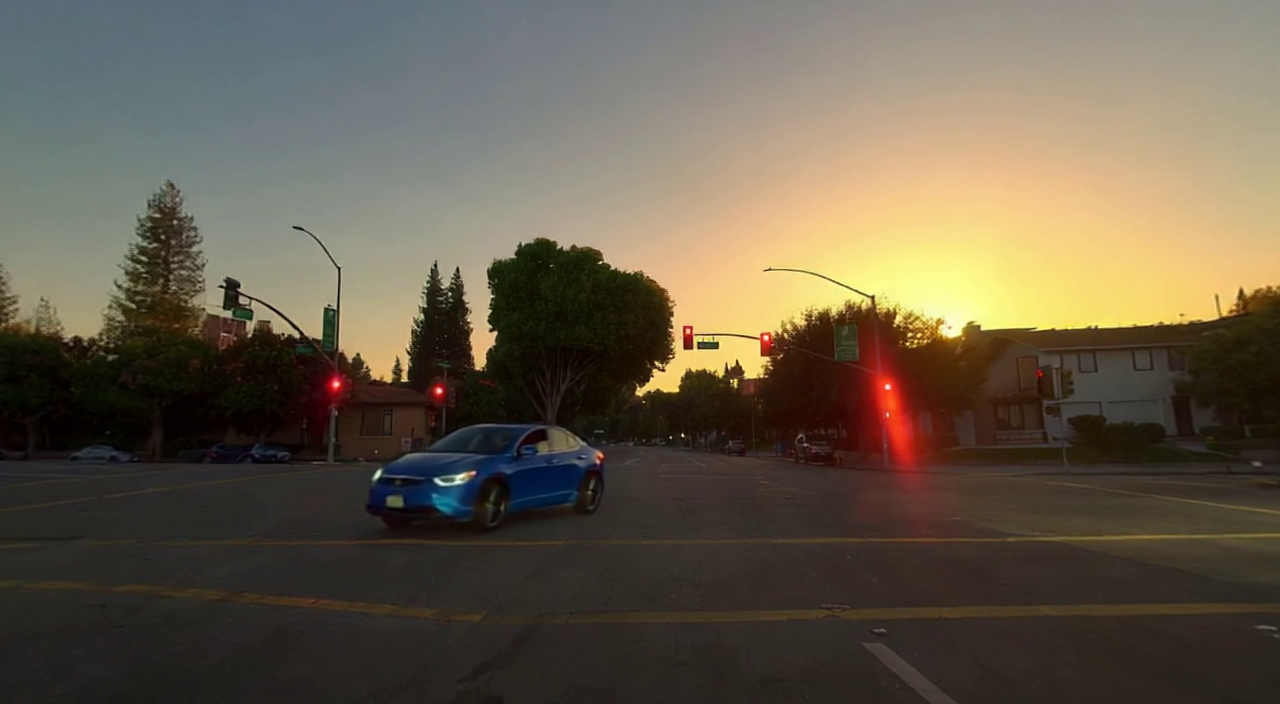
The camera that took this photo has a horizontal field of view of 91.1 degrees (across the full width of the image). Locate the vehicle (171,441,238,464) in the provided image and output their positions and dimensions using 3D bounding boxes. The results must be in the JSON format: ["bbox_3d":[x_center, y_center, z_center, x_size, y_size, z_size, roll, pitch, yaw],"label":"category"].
[{"bbox_3d":[-29.091,6.706,42.068,1.696,1.431,3.686,-1,-8,3],"label":"vehicle"}]

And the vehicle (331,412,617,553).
[{"bbox_3d":[-2.399,2.028,10.531,2.134,1.768,4.580,-4,-9,25],"label":"vehicle"}]
